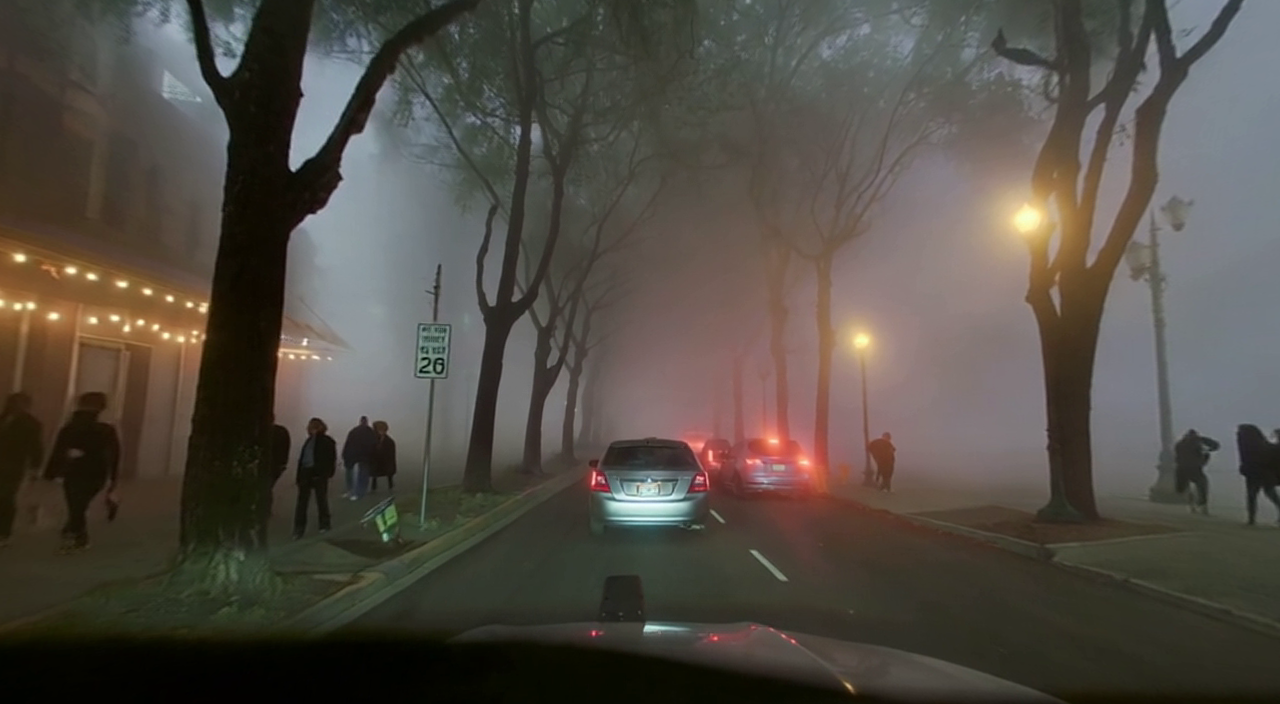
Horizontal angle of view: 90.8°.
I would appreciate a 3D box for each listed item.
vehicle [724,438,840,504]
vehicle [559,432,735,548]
[{"bbox_3d":[3.616,3.124,17.045,2.025,1.523,4.426,0,-9,-1],"label":"vehicle"},{"bbox_3d":[0.056,2.089,10.260,2.261,1.474,4.130,0,-9,-1],"label":"vehicle"}]
